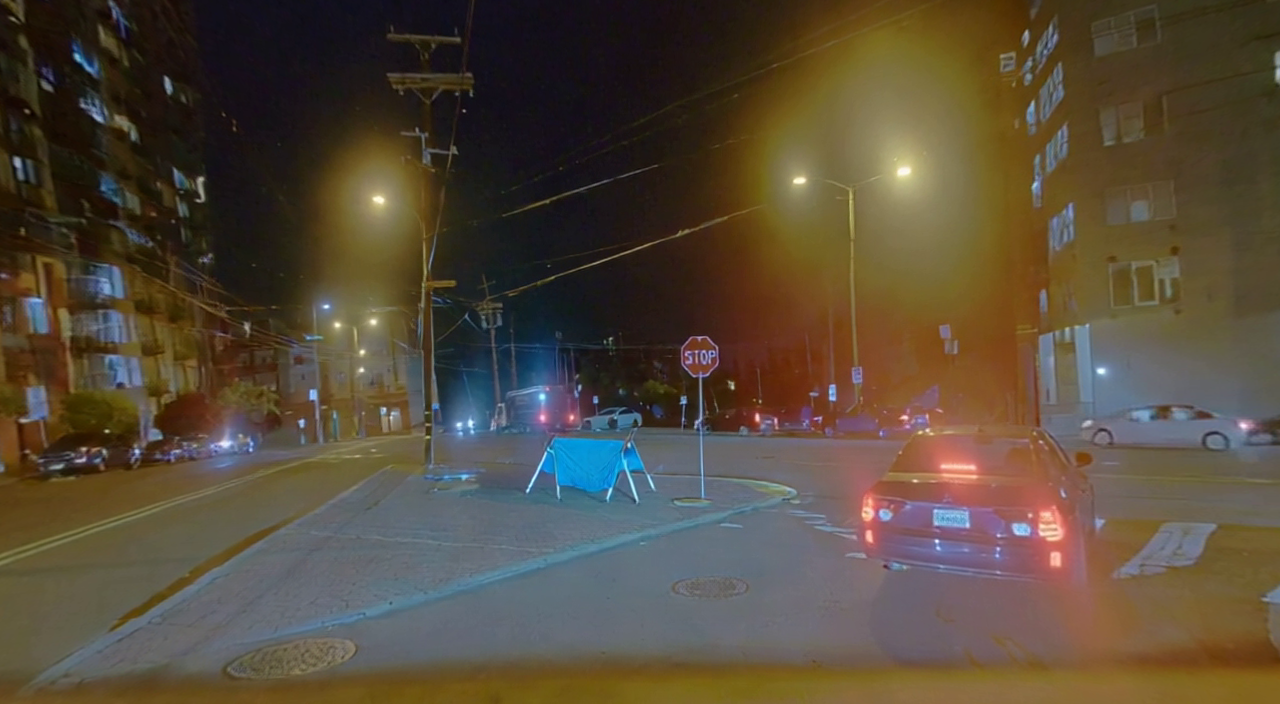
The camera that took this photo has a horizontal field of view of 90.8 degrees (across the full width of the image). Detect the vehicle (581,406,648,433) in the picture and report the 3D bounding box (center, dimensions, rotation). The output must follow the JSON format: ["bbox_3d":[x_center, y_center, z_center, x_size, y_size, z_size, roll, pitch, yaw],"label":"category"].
[{"bbox_3d":[-1.642,4.285,39.768,1.790,1.468,4.422,8,-11,-42],"label":"vehicle"}]

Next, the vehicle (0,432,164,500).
[{"bbox_3d":[-17.190,3.487,19.852,2.054,1.800,5.212,3,-9,-21],"label":"vehicle"}]

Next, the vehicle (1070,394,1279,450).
[{"bbox_3d":[16.022,2.206,19.149,4.569,1.487,1.999,-8,-11,41],"label":"vehicle"}]

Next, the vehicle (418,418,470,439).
[{"bbox_3d":[-15.344,6.016,49.358,2.089,1.506,4.641,7,-11,-41],"label":"vehicle"}]

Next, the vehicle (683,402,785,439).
[{"bbox_3d":[4.297,3.234,29.313,4.363,1.511,1.838,-8,-11,43],"label":"vehicle"}]

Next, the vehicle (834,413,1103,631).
[{"bbox_3d":[3.824,1.632,7.153,1.945,1.647,4.160,-6,-10,33],"label":"vehicle"}]

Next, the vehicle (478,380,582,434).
[{"bbox_3d":[-7.106,3.641,40.180,7.172,3.075,2.584,-7,-10,41],"label":"vehicle"}]

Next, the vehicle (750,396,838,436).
[{"bbox_3d":[8.250,3.525,34.058,1.805,1.694,4.214,12,-17,-43],"label":"vehicle"}]
